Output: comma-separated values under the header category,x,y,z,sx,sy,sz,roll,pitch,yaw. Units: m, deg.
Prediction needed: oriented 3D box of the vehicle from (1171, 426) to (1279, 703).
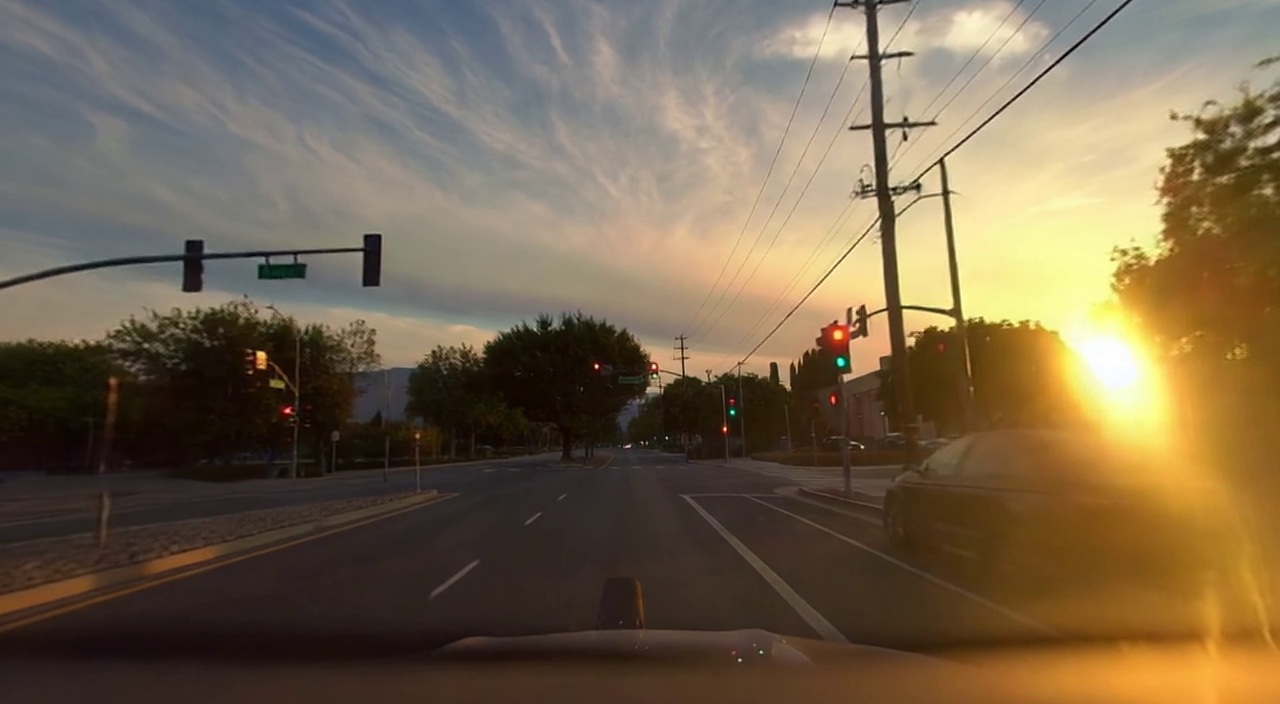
category,x,y,z,sx,sy,sz,roll,pitch,yaw
vehicle,3.967,0.803,1.238,1.833,1.444,4.589,0,-9,0

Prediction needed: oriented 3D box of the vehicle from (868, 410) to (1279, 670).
category,x,y,z,sx,sy,sz,roll,pitch,yaw
vehicle,4.004,1.436,5.956,1.961,1.497,4.415,0,-9,-1

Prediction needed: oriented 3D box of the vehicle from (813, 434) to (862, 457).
category,x,y,z,sx,sy,sz,roll,pitch,yaw
vehicle,15.009,7.172,48.366,1.959,1.471,4.570,-4,-9,-4
